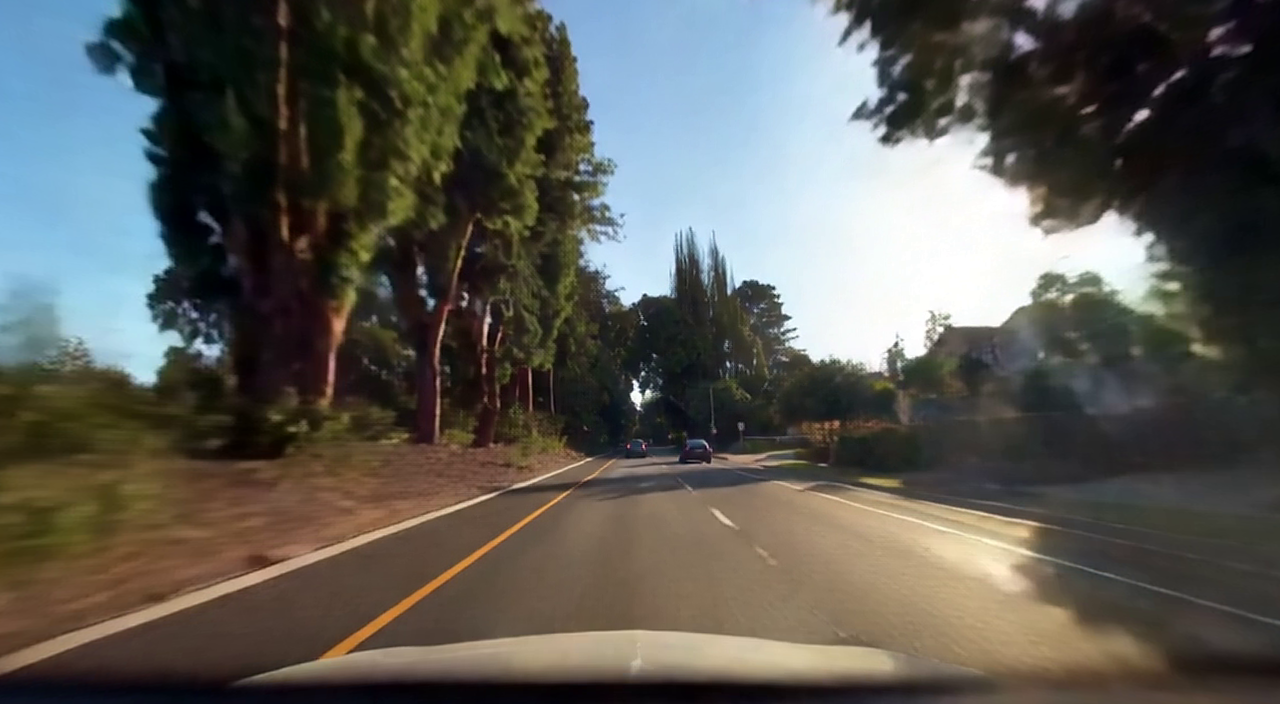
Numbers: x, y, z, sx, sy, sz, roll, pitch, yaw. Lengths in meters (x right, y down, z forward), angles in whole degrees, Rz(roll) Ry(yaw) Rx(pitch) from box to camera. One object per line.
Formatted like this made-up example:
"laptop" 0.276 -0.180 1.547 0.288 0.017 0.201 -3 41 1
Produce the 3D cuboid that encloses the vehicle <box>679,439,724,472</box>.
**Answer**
"vehicle" 3.249 5.558 34.068 1.888 1.640 4.044 0 -8 -2
